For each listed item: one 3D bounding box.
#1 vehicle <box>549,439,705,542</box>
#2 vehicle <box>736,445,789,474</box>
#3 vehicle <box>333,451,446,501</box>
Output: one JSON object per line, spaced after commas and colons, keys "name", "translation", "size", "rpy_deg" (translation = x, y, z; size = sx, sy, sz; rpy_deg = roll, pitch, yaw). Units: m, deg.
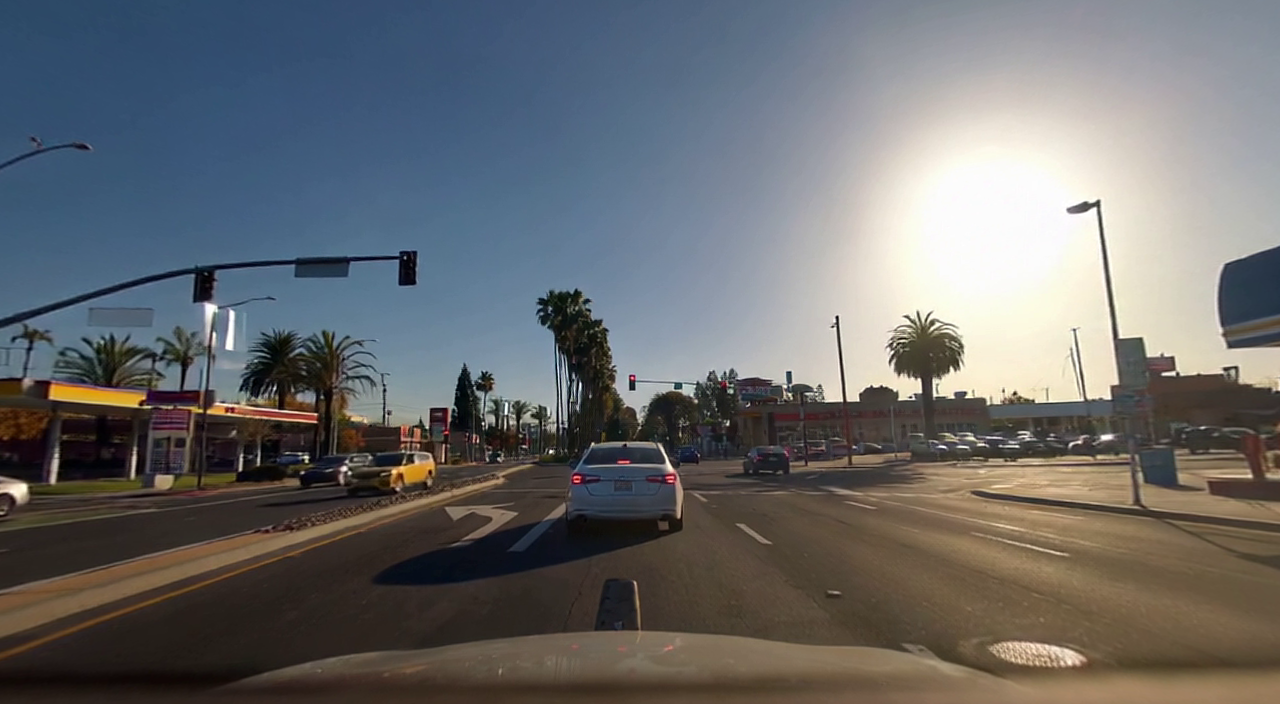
{"name": "vehicle", "translation": [-0.247, 2.357, 11.555], "size": [2.270, 1.475, 4.571], "rpy_deg": [0, -8, -2]}
{"name": "vehicle", "translation": [6.779, 5.985, 35.422], "size": [2.017, 1.491, 4.420], "rpy_deg": [0, -8, -1]}
{"name": "vehicle", "translation": [-8.232, 4.084, 21.286], "size": [1.904, 1.450, 4.689], "rpy_deg": [0, -8, 0]}
